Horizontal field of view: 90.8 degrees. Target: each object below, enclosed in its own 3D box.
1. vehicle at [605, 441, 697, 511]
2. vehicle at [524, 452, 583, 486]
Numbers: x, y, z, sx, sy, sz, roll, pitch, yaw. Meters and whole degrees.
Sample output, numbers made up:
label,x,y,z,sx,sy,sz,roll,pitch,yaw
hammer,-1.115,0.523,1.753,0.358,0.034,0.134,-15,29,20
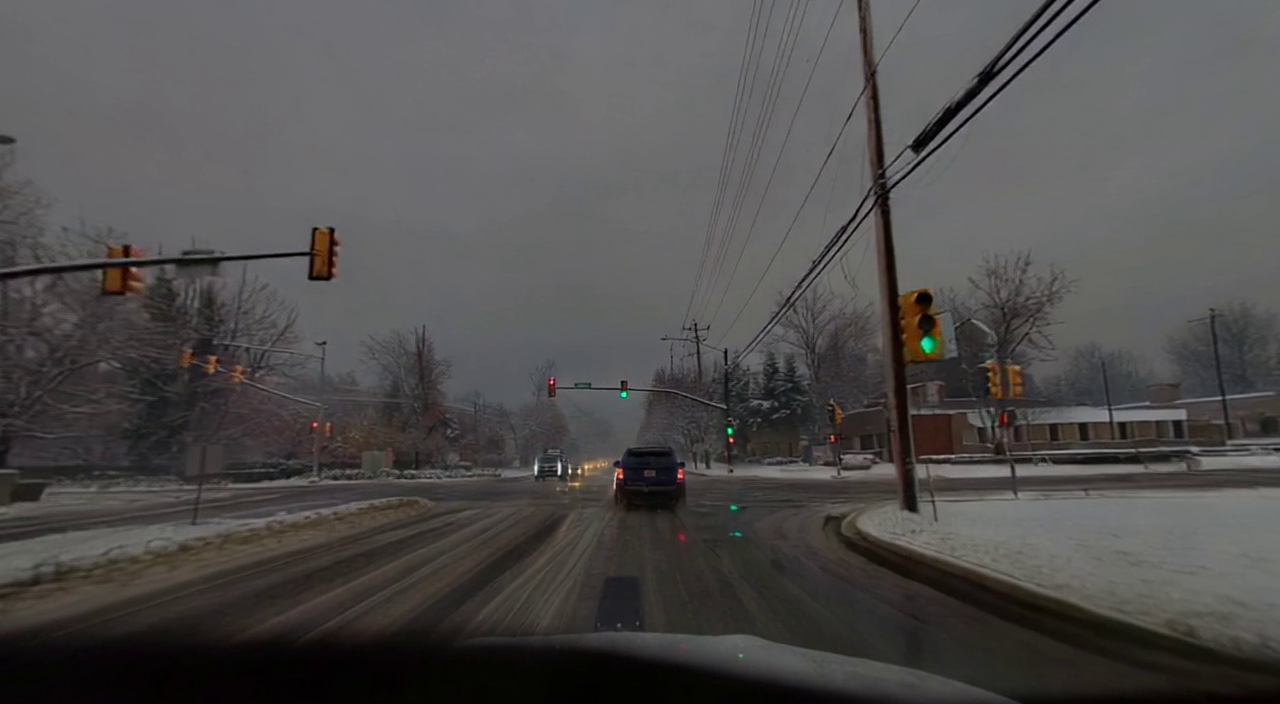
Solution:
label,x,y,z,sx,sy,sz,roll,pitch,yaw
vehicle,0.250,3.227,16.943,2.156,1.636,3.923,0,-9,0
vehicle,-4.074,5.623,30.592,2.153,1.474,4.284,0,-9,1
